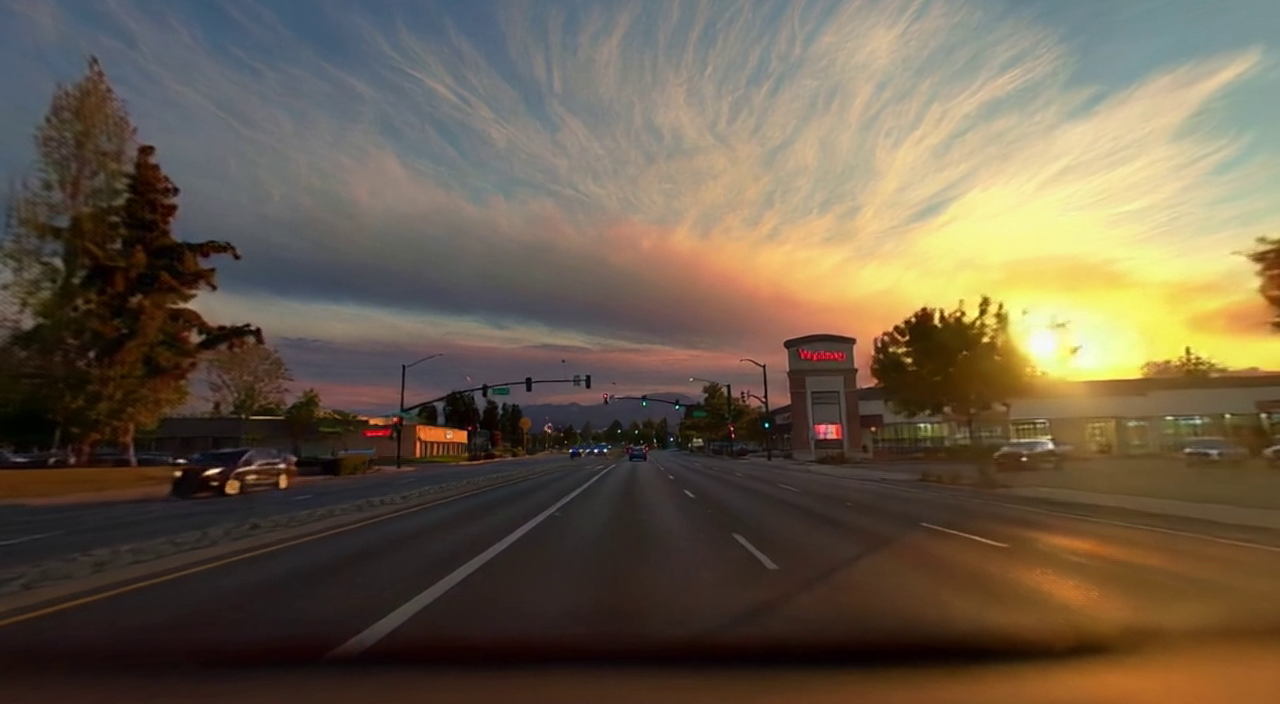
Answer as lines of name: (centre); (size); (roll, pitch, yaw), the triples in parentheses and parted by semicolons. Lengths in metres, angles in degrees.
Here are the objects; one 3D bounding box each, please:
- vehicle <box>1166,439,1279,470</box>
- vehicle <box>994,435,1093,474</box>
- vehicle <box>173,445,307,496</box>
vehicle: (32.551, 5.713, 35.358); (4.335, 1.675, 1.885); (0, -9, 2)
vehicle: (19.518, 4.930, 30.518); (4.717, 1.714, 1.985); (5, -10, -31)
vehicle: (-15.658, 4.632, 25.134); (2.102, 1.800, 4.849); (0, -9, 1)
